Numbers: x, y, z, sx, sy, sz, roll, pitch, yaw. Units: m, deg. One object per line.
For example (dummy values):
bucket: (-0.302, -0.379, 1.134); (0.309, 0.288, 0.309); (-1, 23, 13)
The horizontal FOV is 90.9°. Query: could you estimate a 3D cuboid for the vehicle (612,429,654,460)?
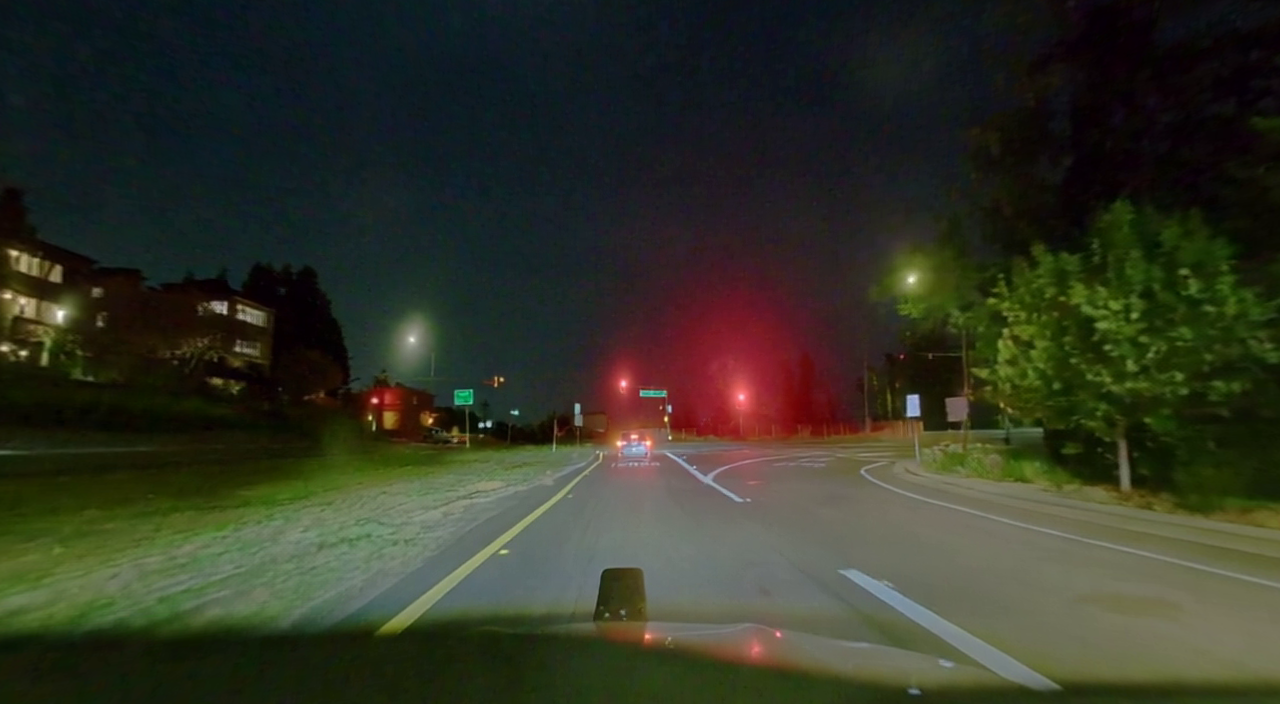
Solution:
vehicle: (-0.391, 4.768, 32.553); (2.056, 1.473, 4.380); (0, -8, -1)
